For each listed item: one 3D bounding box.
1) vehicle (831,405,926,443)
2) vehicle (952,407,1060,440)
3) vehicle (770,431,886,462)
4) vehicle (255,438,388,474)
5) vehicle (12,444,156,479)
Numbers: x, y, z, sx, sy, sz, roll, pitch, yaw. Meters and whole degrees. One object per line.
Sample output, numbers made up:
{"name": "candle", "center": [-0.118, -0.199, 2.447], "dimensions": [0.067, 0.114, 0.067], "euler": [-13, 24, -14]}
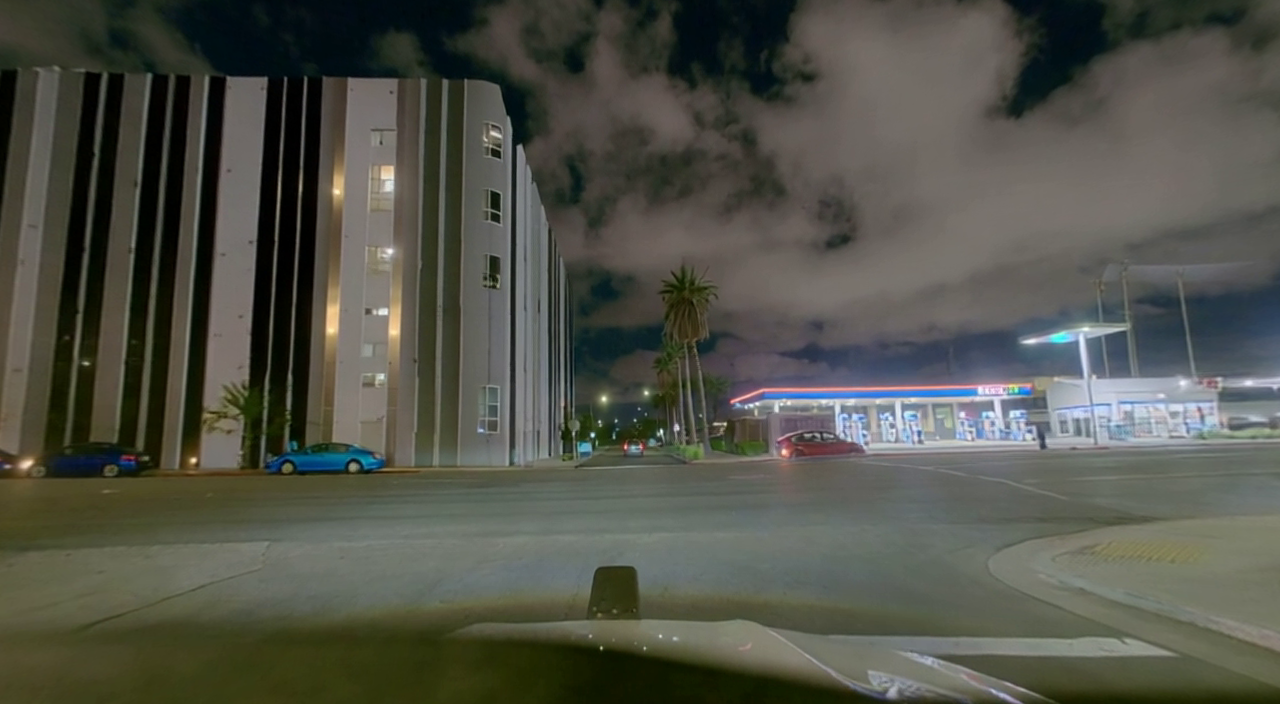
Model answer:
{"name": "vehicle", "center": [16.128, 4.931, 42.912], "dimensions": [5.524, 2.504, 2.196], "euler": [1, -9, -3]}
{"name": "vehicle", "center": [28.582, 5.604, 49.482], "dimensions": [7.026, 2.329, 2.545], "euler": [1, -6, -4]}
{"name": "vehicle", "center": [8.599, 4.372, 29.098], "dimensions": [4.782, 1.371, 1.763], "euler": [1, -9, -5]}
{"name": "vehicle", "center": [-13.929, 4.570, 27.799], "dimensions": [4.857, 1.497, 1.811], "euler": [0, -9, 2]}
{"name": "vehicle", "center": [-23.608, 4.667, 26.948], "dimensions": [4.321, 1.430, 1.775], "euler": [0, -9, -2]}
